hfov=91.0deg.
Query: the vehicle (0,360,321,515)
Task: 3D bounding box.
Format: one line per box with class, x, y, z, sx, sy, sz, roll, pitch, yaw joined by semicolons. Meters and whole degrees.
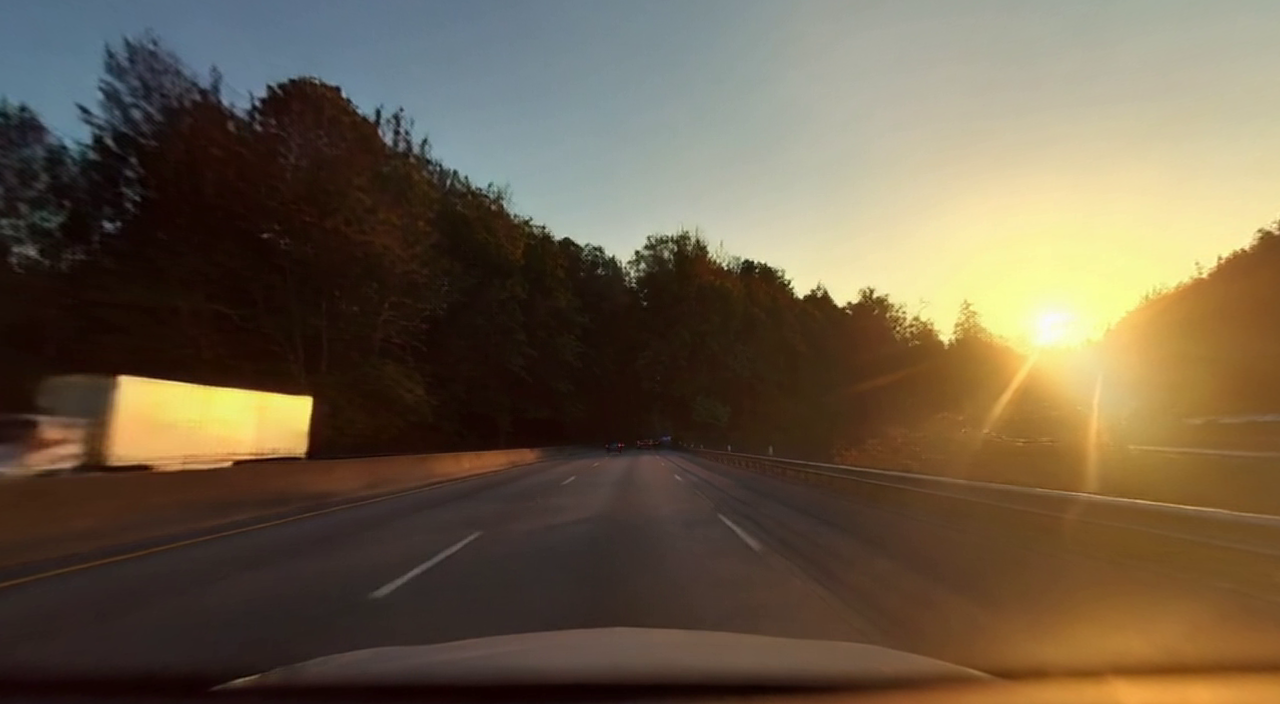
vehicle;-17.616;3.339;24.349;3.072;4.202;14.354;0;-8;0
